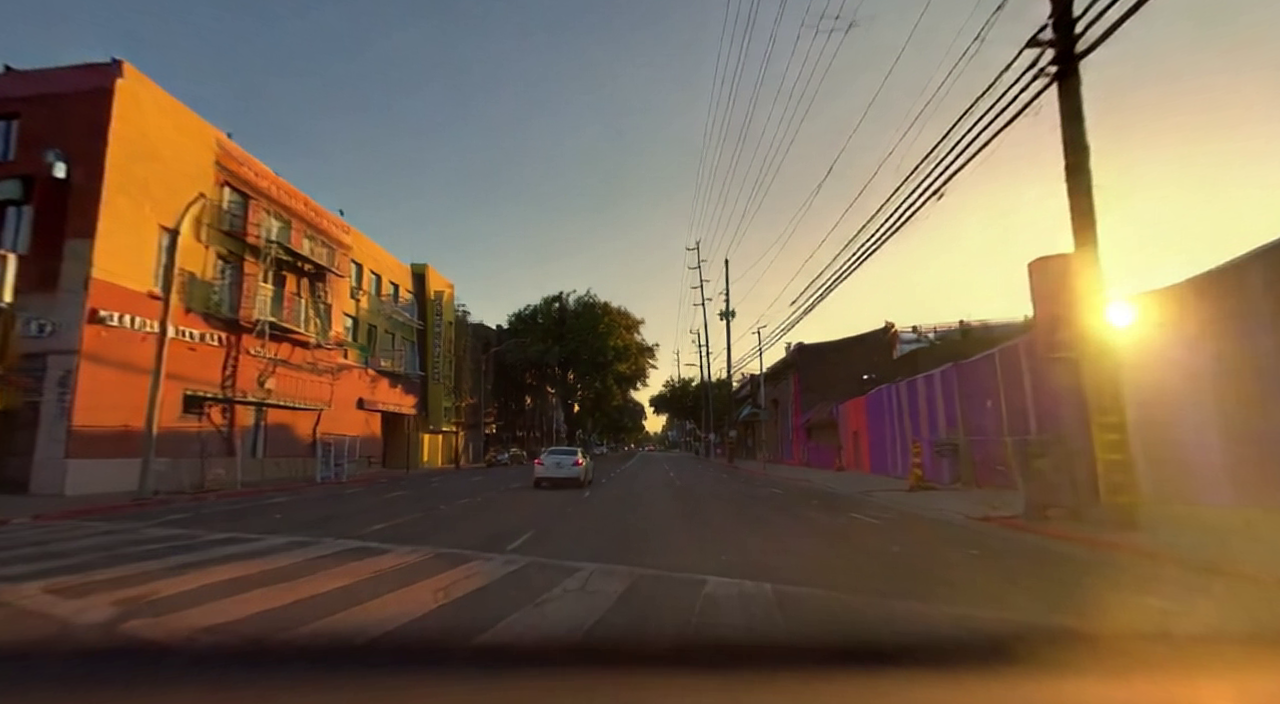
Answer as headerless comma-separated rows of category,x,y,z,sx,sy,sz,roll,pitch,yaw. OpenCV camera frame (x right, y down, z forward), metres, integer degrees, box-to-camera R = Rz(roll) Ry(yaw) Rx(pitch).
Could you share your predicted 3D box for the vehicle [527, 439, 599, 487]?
vehicle,-2.760,4.110,23.719,2.036,1.589,4.549,0,-9,1
